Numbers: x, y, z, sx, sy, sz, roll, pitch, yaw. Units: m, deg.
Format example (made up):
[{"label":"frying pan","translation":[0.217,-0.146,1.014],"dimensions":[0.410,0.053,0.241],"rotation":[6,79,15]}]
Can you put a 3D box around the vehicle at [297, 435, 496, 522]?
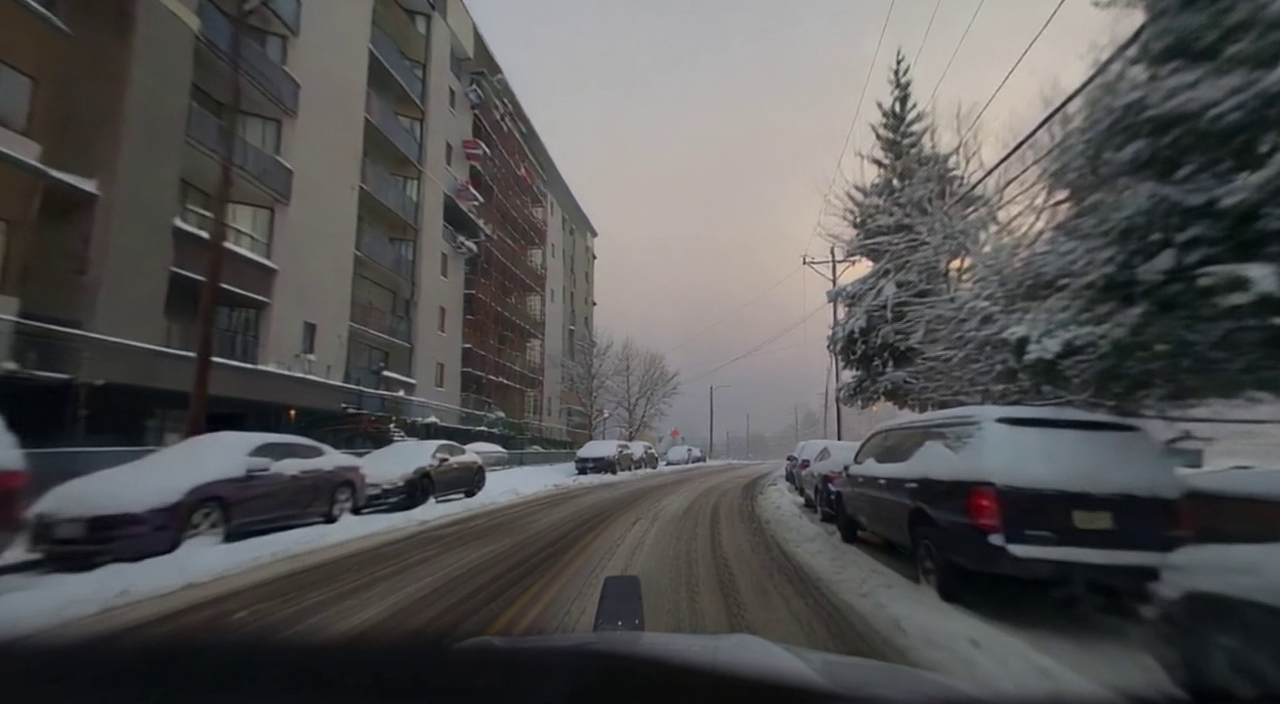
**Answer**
[{"label":"vehicle","translation":[-5.103,2.711,14.121],"dimensions":[1.966,1.568,4.705],"rotation":[-1,-9,10]}]

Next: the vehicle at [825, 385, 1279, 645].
[{"label":"vehicle","translation":[4.101,1.695,7.800],"dimensions":[2.184,2.035,5.422],"rotation":[0,-9,3]}]

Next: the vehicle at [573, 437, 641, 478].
[{"label":"vehicle","translation":[-1.532,5.238,31.418],"dimensions":[1.953,1.871,4.712],"rotation":[-2,-9,16]}]

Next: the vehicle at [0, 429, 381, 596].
[{"label":"vehicle","translation":[-5.676,1.866,8.399],"dimensions":[2.020,1.519,4.944],"rotation":[0,-9,4]}]

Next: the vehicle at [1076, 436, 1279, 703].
[{"label":"vehicle","translation":[4.004,1.021,1.857],"dimensions":[1.976,1.560,5.158],"rotation":[0,-9,3]}]
